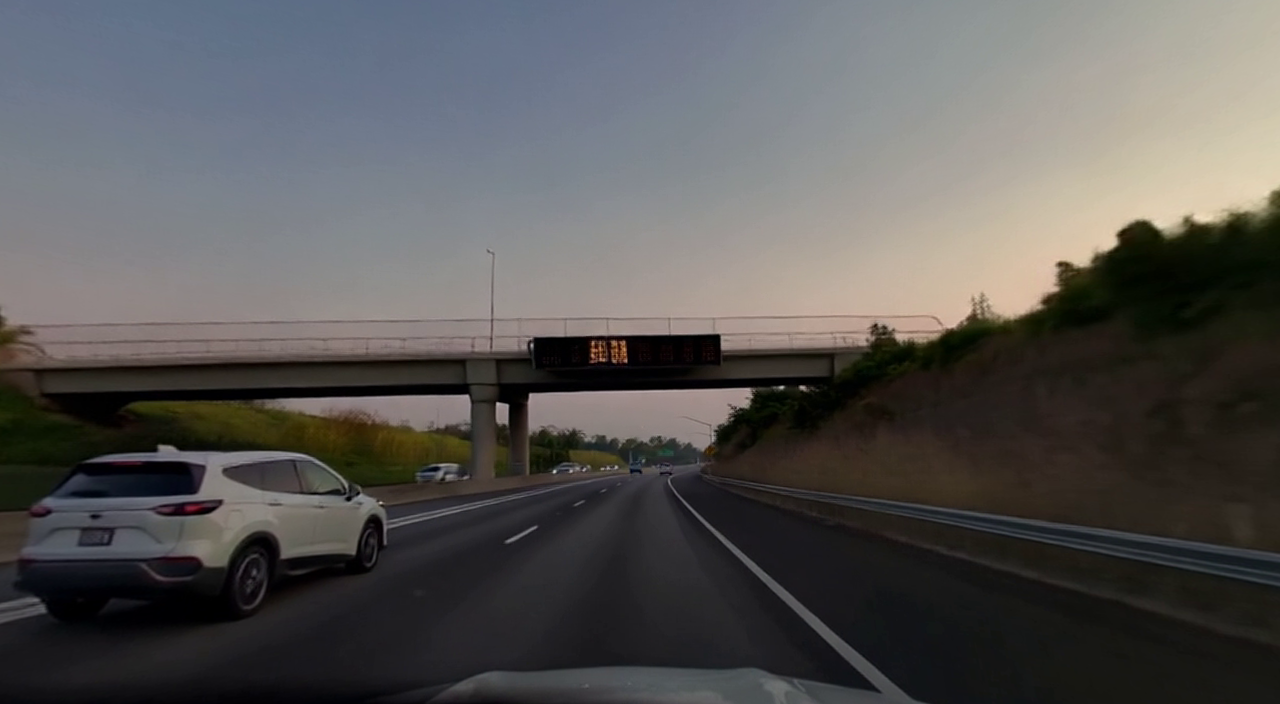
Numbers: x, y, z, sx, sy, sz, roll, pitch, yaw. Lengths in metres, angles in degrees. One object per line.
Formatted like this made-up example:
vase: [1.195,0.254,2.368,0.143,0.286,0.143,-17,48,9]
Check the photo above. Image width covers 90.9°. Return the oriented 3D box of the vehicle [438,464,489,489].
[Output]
vehicle: [-11.333,8.057,40.785,1.874,1.455,4.446,1,-11,1]

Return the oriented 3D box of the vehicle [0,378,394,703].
vehicle: [-4.142,1.376,5.373,2.141,1.697,4.641,1,-11,0]
